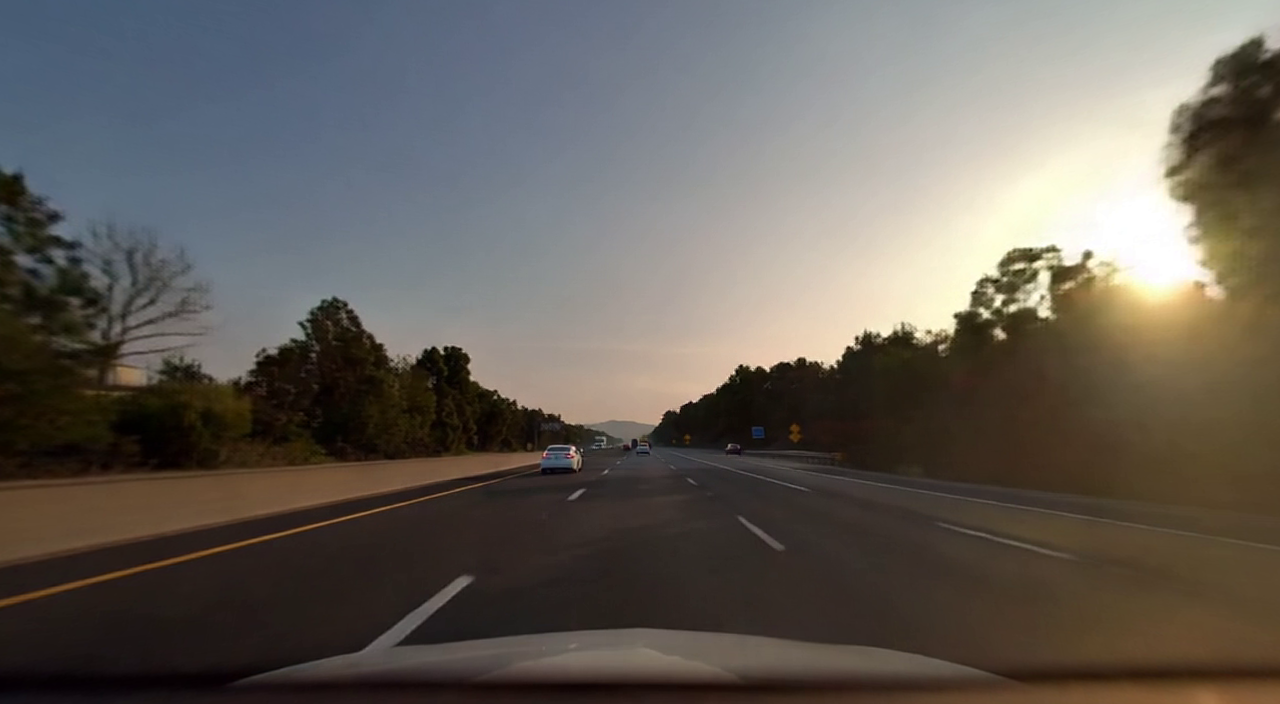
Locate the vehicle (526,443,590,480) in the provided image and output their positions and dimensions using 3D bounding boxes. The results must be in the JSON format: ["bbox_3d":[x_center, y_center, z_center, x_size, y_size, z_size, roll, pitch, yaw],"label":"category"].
[{"bbox_3d":[-3.549,4.841,28.109,2.162,1.493,4.583,0,-9,1],"label":"vehicle"}]
